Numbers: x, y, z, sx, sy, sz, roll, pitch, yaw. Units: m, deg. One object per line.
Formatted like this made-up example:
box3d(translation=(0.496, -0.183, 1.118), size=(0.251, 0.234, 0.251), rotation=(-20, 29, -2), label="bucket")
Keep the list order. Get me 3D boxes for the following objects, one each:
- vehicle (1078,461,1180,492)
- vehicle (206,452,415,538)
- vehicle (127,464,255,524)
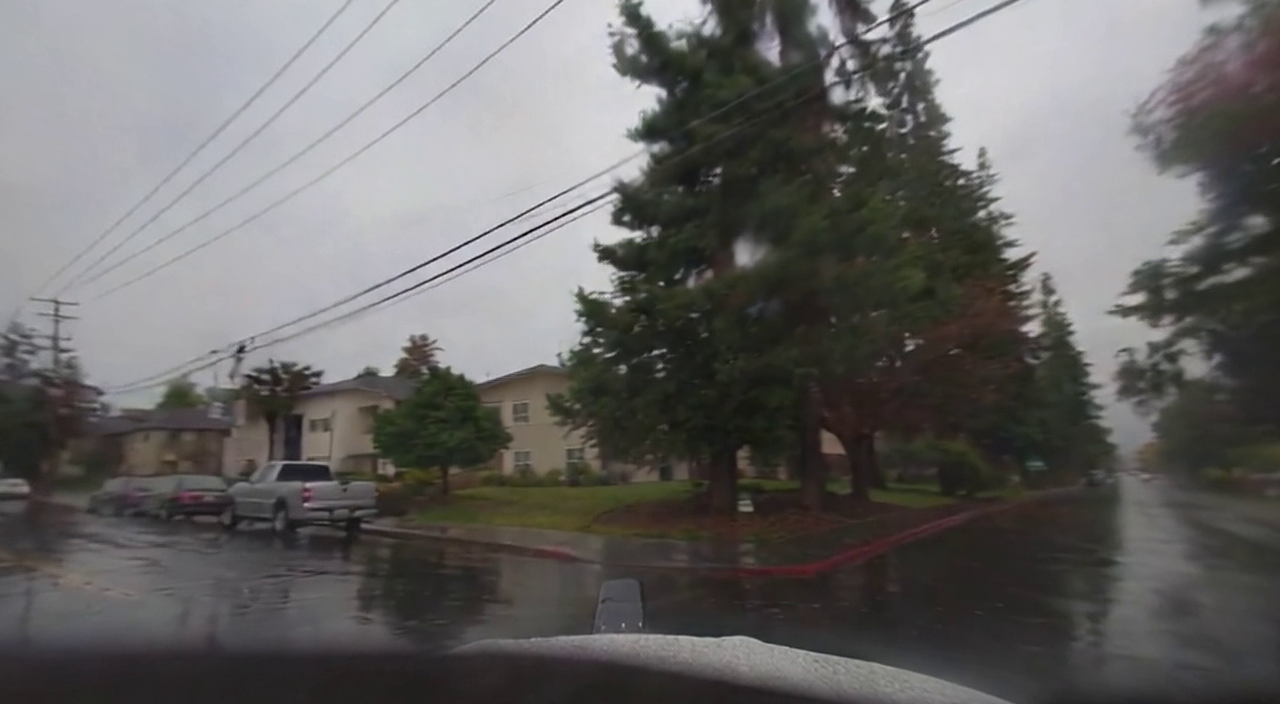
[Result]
box3d(translation=(29.918, 7.586, 38.531), size=(4.700, 1.677, 1.927), rotation=(-6, -10, 37), label="vehicle")
box3d(translation=(-7.808, 3.263, 14.689), size=(5.170, 1.626, 2.272), rotation=(-9, -14, 37), label="vehicle")
box3d(translation=(-14.056, 4.332, 19.577), size=(4.652, 1.494, 1.868), rotation=(-6, -10, 37), label="vehicle")
